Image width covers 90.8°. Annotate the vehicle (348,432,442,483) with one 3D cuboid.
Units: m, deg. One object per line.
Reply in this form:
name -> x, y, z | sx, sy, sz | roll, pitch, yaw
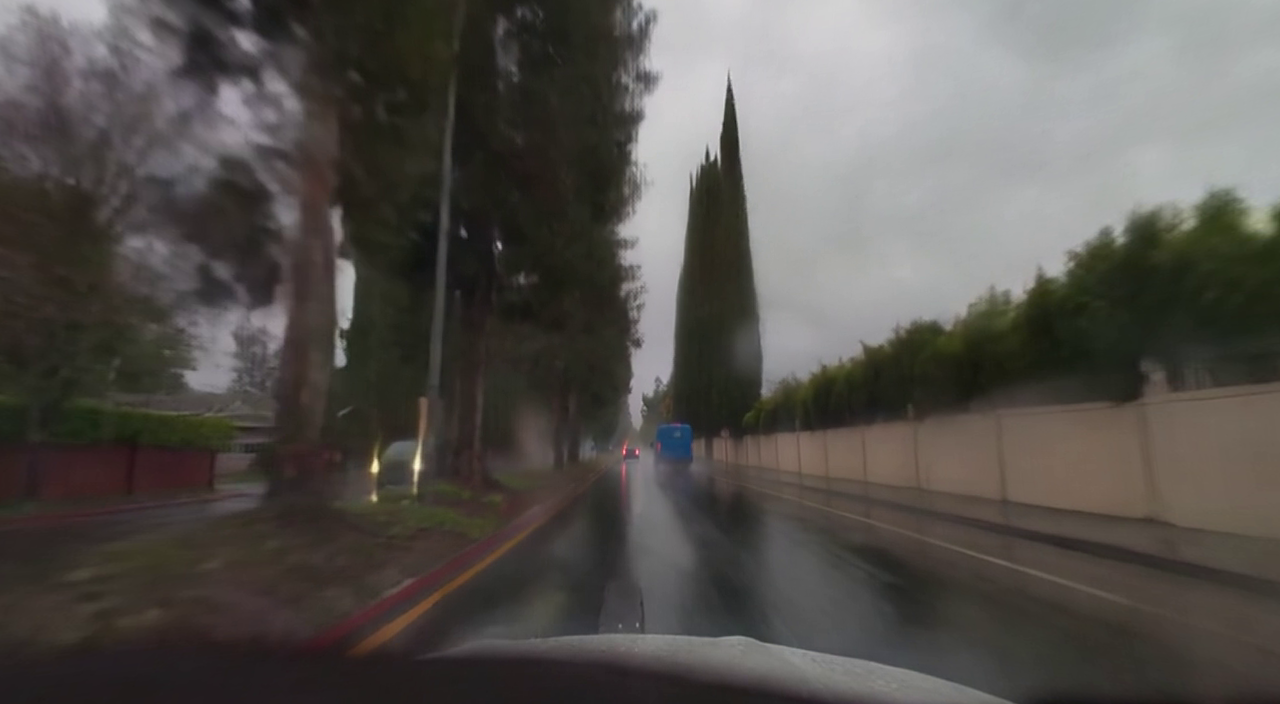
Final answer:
vehicle -> -12.289, 5.355, 32.323 | 2.418, 2.348, 5.867 | 0, -9, 0
